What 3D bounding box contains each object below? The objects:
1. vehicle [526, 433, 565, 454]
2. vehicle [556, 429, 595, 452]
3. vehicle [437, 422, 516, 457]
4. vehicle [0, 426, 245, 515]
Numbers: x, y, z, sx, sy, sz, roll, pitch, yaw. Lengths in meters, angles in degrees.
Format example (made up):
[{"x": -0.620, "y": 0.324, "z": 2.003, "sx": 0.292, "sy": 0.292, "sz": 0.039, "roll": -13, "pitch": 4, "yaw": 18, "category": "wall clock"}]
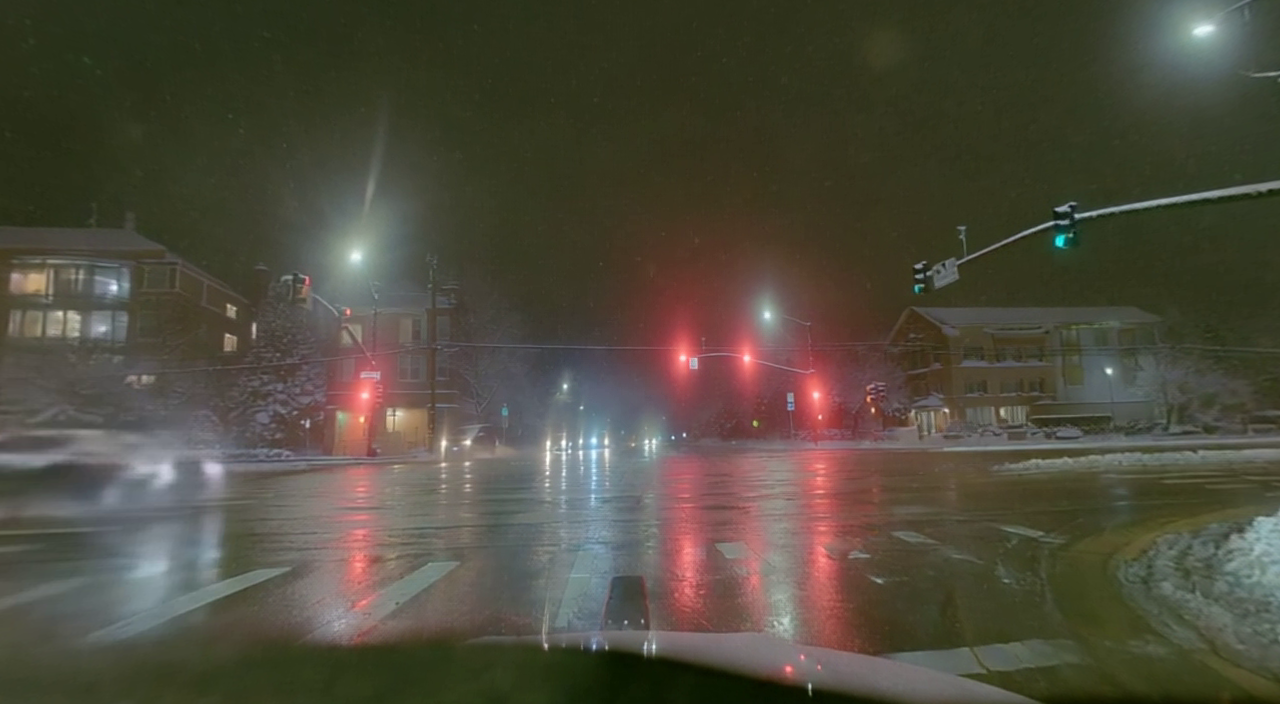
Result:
[{"x": -7.300, "y": 7.128, "z": 49.009, "sx": 2.054, "sy": 1.536, "sz": 3.927, "roll": -1, "pitch": -9, "yaw": 7, "category": "vehicle"}, {"x": -4.398, "y": 6.174, "z": 43.773, "sx": 1.919, "sy": 1.467, "sz": 4.086, "roll": -1, "pitch": -9, "yaw": 5, "category": "vehicle"}, {"x": -9.364, "y": 5.103, "z": 36.580, "sx": 2.000, "sy": 1.864, "sz": 5.044, "roll": -3, "pitch": -9, "yaw": 17, "category": "vehicle"}, {"x": -11.483, "y": 2.443, "z": 13.271, "sx": 4.854, "sy": 1.684, "sz": 1.945, "roll": 1, "pitch": -9, "yaw": -10, "category": "vehicle"}]
